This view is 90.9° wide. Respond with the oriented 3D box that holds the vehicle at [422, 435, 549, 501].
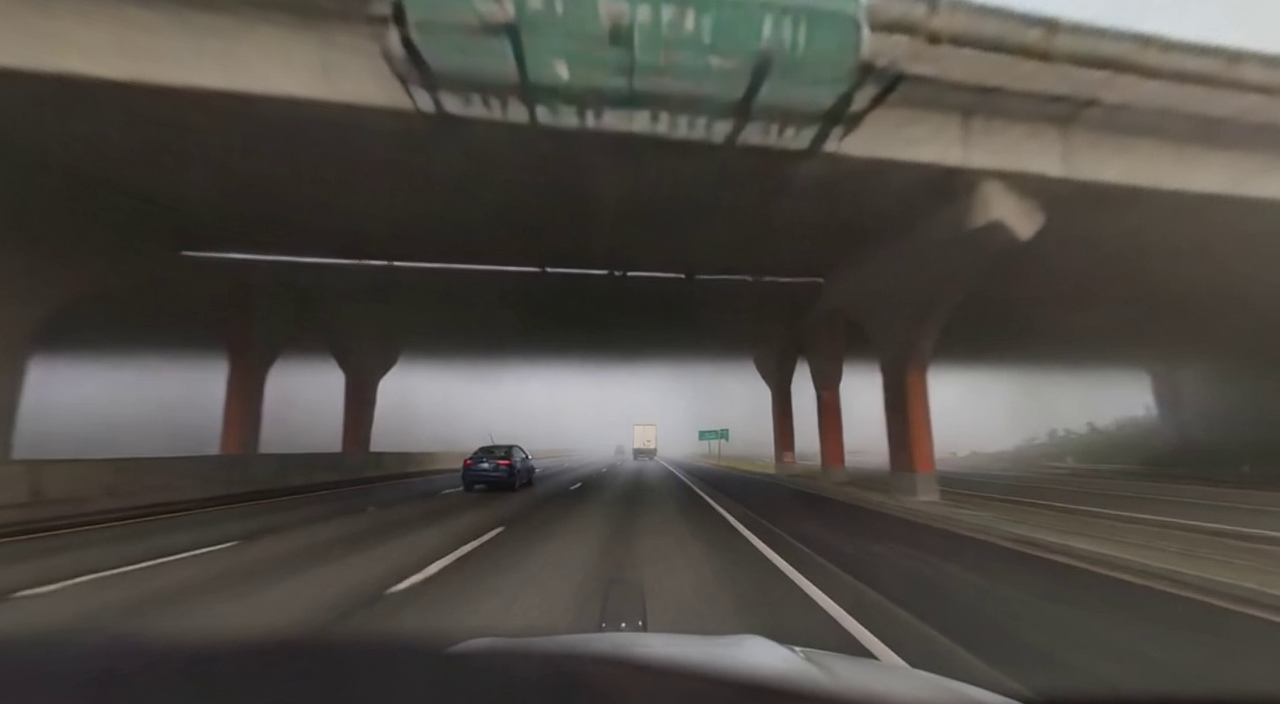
[{"bbox_3d":[-4.141,3.222,17.941,2.235,1.593,5.077,0,-9,1],"label":"vehicle"}]
